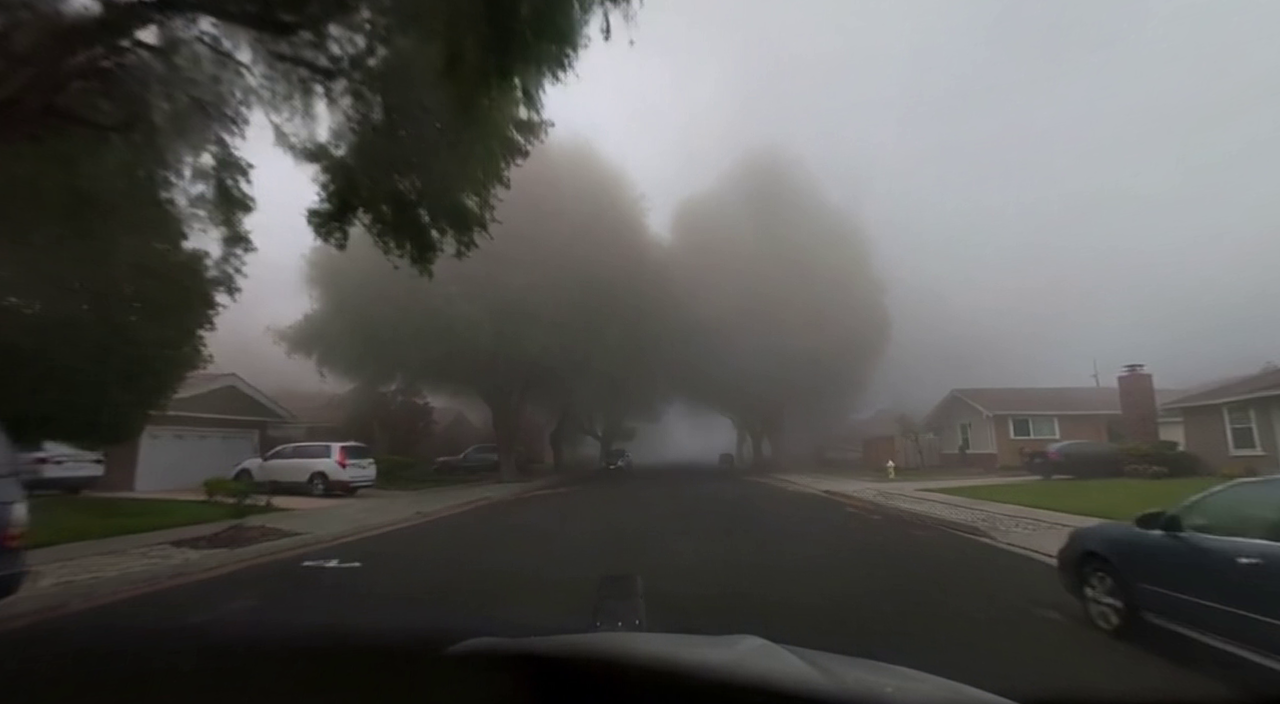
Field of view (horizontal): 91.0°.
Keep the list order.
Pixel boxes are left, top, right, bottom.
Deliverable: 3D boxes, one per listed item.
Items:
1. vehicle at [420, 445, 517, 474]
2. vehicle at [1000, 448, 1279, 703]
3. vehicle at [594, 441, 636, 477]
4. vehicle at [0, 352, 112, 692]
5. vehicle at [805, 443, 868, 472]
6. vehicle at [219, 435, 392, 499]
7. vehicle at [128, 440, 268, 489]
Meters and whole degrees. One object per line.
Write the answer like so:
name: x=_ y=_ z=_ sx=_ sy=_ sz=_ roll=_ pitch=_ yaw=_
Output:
vehicle: x=-9.889 y=6.231 z=36.578 sx=4.977 sy=1.558 sz=2.079 roll=-1 pitch=-9 yaw=5
vehicle: x=4.231 y=1.267 z=3.456 sx=1.959 sy=1.431 sz=4.647 roll=0 pitch=-8 yaw=3
vehicle: x=-1.834 y=8.066 z=47.780 sx=2.482 sy=2.054 sz=5.323 roll=0 pitch=-3 yaw=5
vehicle: x=-5.265 y=0.716 z=1.602 sx=2.337 sy=2.084 sz=6.088 roll=-1 pitch=-9 yaw=3
vehicle: x=12.855 y=6.917 z=41.375 sx=3.647 sy=1.784 sz=1.650 roll=-1 pitch=-8 yaw=5
vehicle: x=-10.291 y=3.551 z=19.554 sx=4.373 sy=1.747 sz=2.029 roll=-4 pitch=-9 yaw=11
vehicle: x=-15.037 y=3.762 z=21.392 sx=4.473 sy=1.493 sz=1.884 roll=-4 pitch=-9 yaw=27
